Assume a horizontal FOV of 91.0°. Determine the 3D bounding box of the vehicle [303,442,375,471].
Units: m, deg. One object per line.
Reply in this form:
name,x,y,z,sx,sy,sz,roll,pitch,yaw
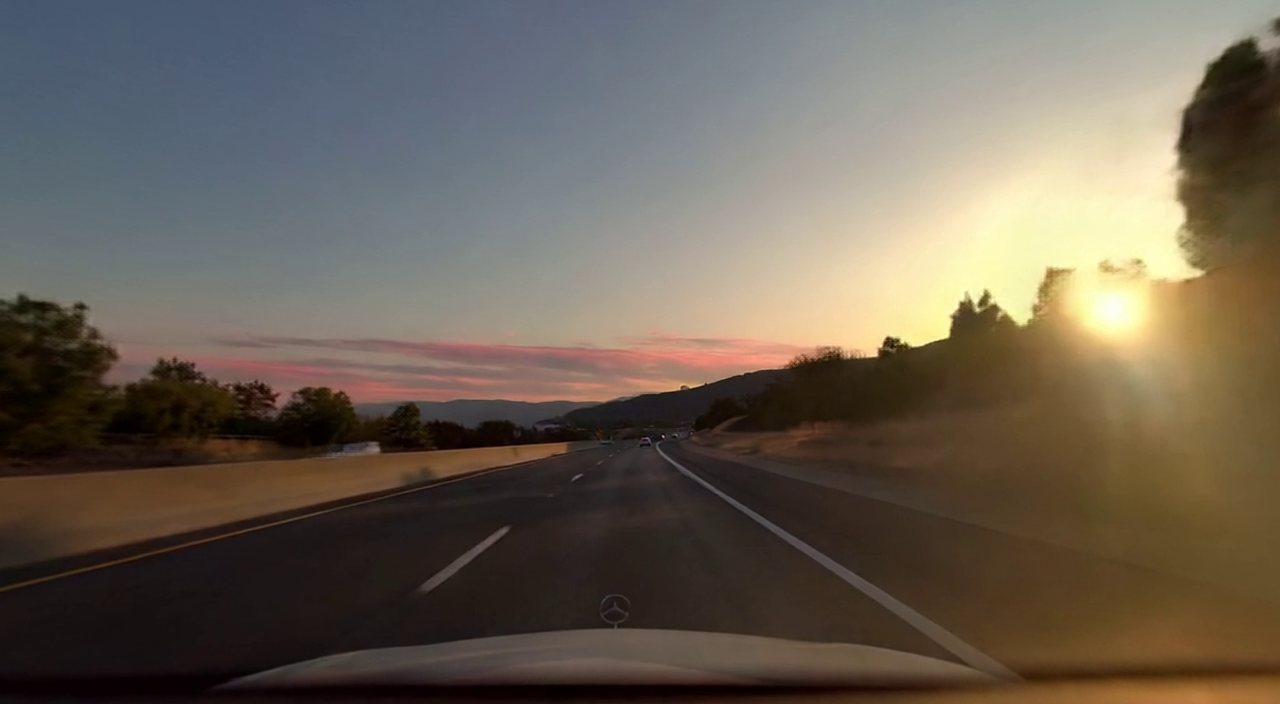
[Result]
vehicle,-16.657,5.759,35.066,1.858,1.464,4.410,0,-8,0
